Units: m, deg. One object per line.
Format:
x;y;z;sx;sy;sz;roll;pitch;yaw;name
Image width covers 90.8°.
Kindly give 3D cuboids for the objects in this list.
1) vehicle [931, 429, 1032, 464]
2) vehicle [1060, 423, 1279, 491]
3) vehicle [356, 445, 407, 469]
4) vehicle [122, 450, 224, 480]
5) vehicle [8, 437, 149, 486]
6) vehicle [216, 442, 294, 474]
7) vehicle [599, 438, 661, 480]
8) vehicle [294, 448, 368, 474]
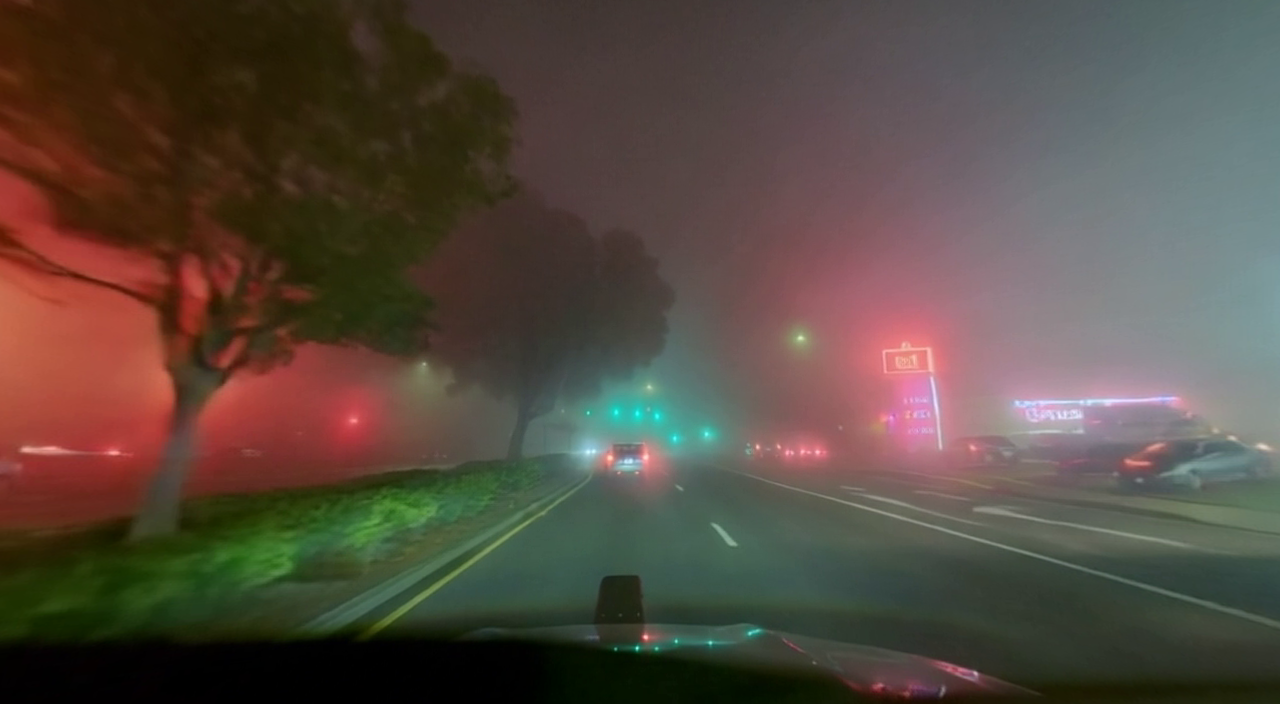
18.729;5.234;35.061;2.253;1.771;5.722;0;-8;-2;vehicle
15.939;3.193;19.476;2.377;1.783;5.145;0;-8;0;vehicle
-19.294;7.787;47.288;1.896;1.620;4.542;-2;-8;0;vehicle
-24.771;5.972;33.752;1.893;1.451;4.809;0;-8;-2;vehicle
-24.711;4.811;28.123;2.003;1.958;4.810;0;-8;-4;vehicle
-24.301;6.683;40.104;1.985;1.821;4.774;0;-8;0;vehicle
-0.398;4.070;24.325;2.185;1.473;3.925;0;-8;-2;vehicle
-19.423;6.829;39.969;2.083;1.481;5.103;0;-8;0;vehicle
